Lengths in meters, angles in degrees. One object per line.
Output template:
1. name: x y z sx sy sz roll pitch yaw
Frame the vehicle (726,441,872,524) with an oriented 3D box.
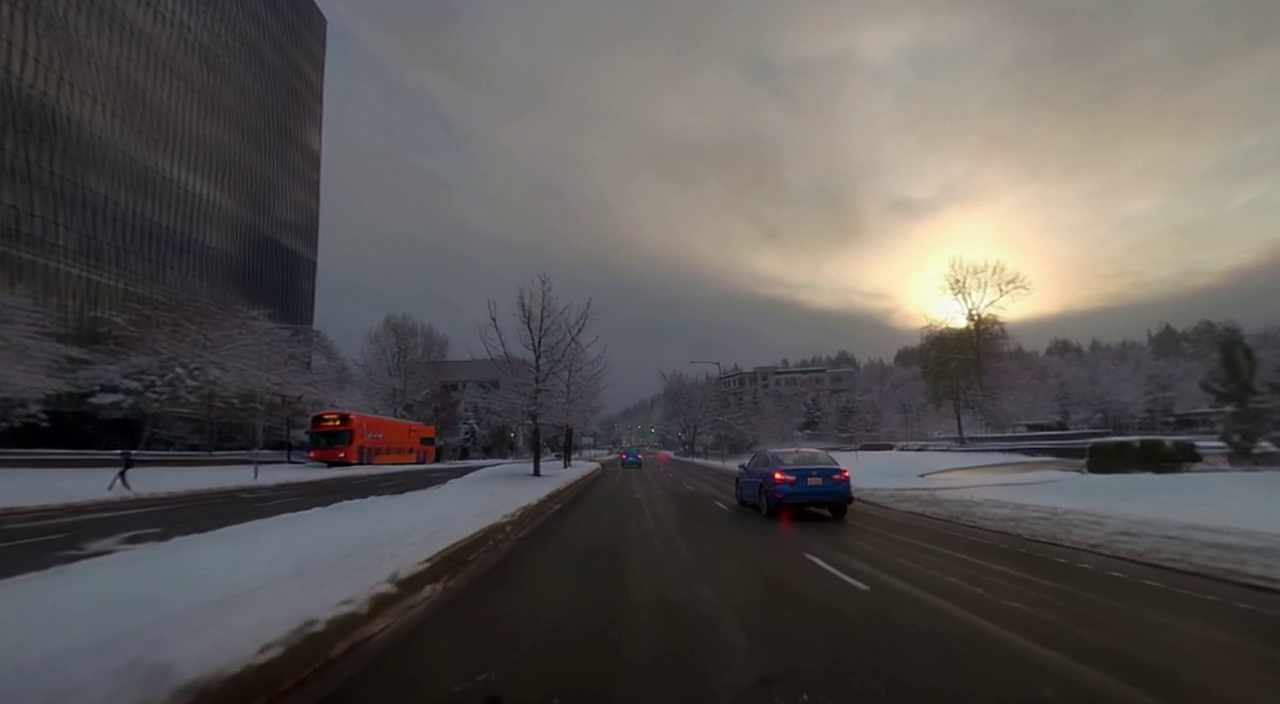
1. vehicle: 3.216 2.724 13.719 1.993 1.501 4.127 0 -9 -2
